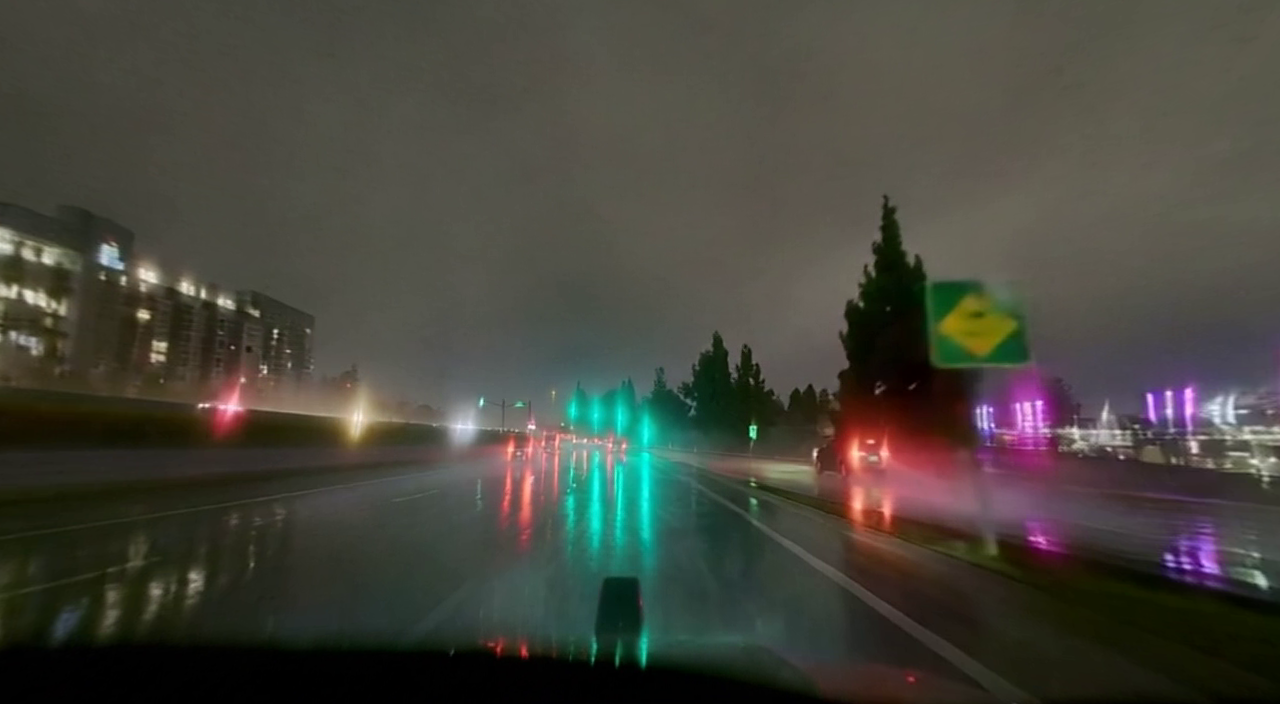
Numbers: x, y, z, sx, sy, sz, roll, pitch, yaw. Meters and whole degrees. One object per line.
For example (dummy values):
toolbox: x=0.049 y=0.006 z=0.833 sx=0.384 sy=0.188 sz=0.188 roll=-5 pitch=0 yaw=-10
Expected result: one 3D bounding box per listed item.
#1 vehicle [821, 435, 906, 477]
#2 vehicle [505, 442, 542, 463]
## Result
vehicle: x=10.369 y=4.849 z=29.689 sx=2.023 sy=1.782 sz=4.193 roll=1 pitch=-9 yaw=-7
vehicle: x=-8.523 y=7.383 z=46.579 sx=2.009 sy=1.454 sz=4.250 roll=0 pitch=-9 yaw=-1
